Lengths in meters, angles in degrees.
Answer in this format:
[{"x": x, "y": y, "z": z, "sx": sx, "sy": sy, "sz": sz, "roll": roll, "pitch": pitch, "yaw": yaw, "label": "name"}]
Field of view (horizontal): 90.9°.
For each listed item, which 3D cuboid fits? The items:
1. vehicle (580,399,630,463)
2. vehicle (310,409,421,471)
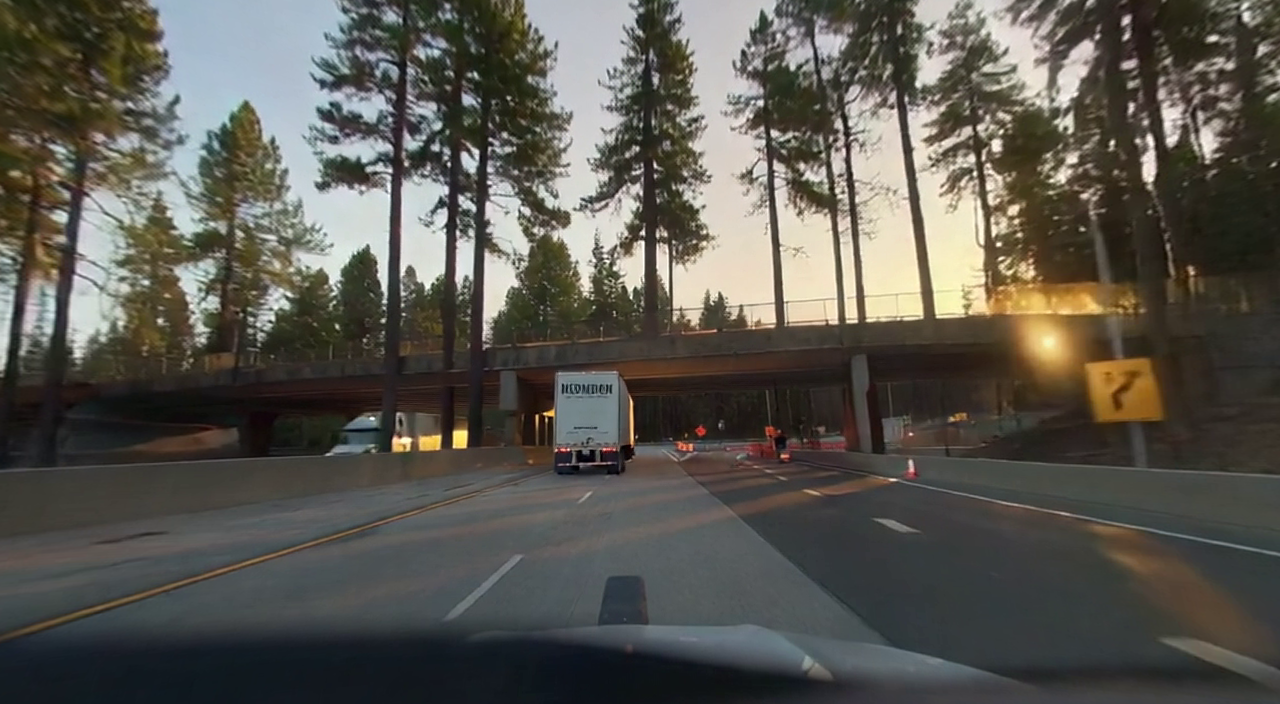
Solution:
[{"x": -2.319, "y": 5.822, "z": 45.692, "sx": 2.845, "sy": 4.049, "sz": 10.214, "roll": 0, "pitch": -8, "yaw": 1, "label": "vehicle"}, {"x": -16.655, "y": 5.468, "z": 39.123, "sx": 2.971, "sy": 3.438, "sz": 8.346, "roll": 0, "pitch": -8, "yaw": 1, "label": "vehicle"}]
